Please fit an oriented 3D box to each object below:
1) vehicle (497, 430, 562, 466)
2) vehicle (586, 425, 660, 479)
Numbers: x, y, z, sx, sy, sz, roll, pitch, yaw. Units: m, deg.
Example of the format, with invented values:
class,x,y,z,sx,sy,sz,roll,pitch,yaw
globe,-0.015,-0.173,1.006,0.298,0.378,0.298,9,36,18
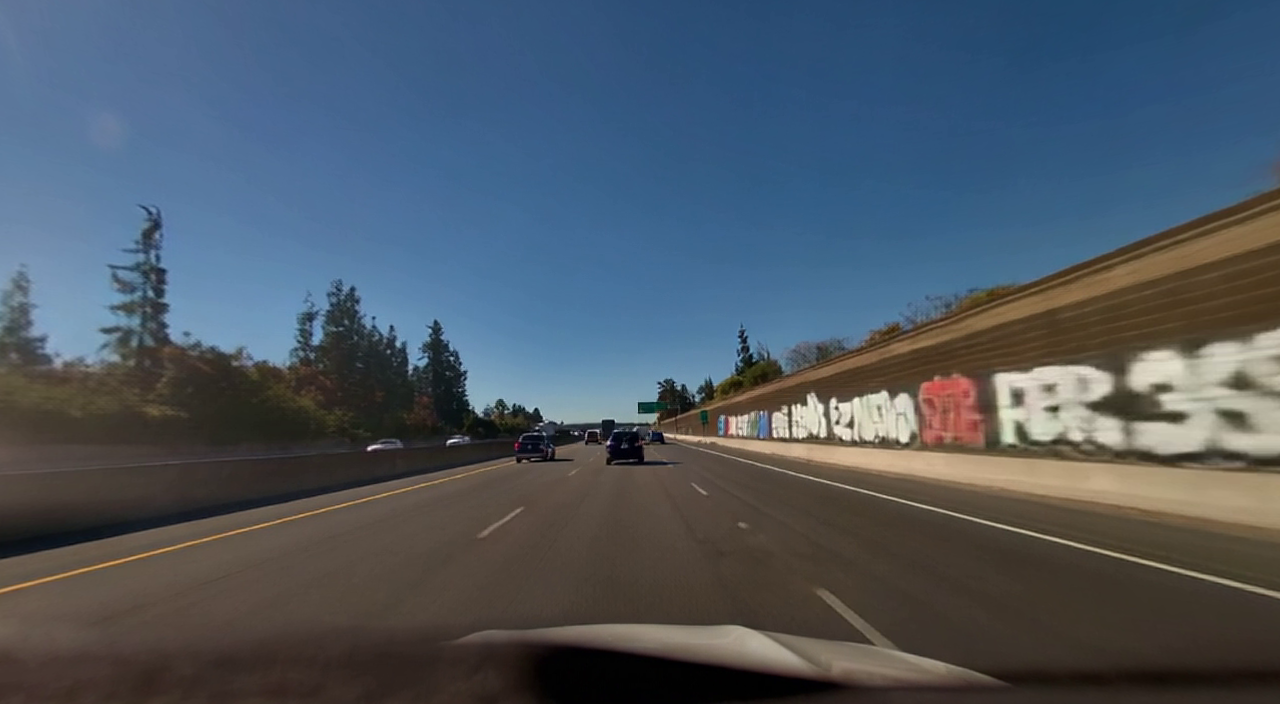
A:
class,x,y,z,sx,sy,sz,roll,pitch,yaw
vehicle,-4.677,4.122,27.285,2.022,1.440,4.491,0,-8,0
vehicle,-0.504,3.035,19.357,2.044,1.477,3.693,0,-8,-1
